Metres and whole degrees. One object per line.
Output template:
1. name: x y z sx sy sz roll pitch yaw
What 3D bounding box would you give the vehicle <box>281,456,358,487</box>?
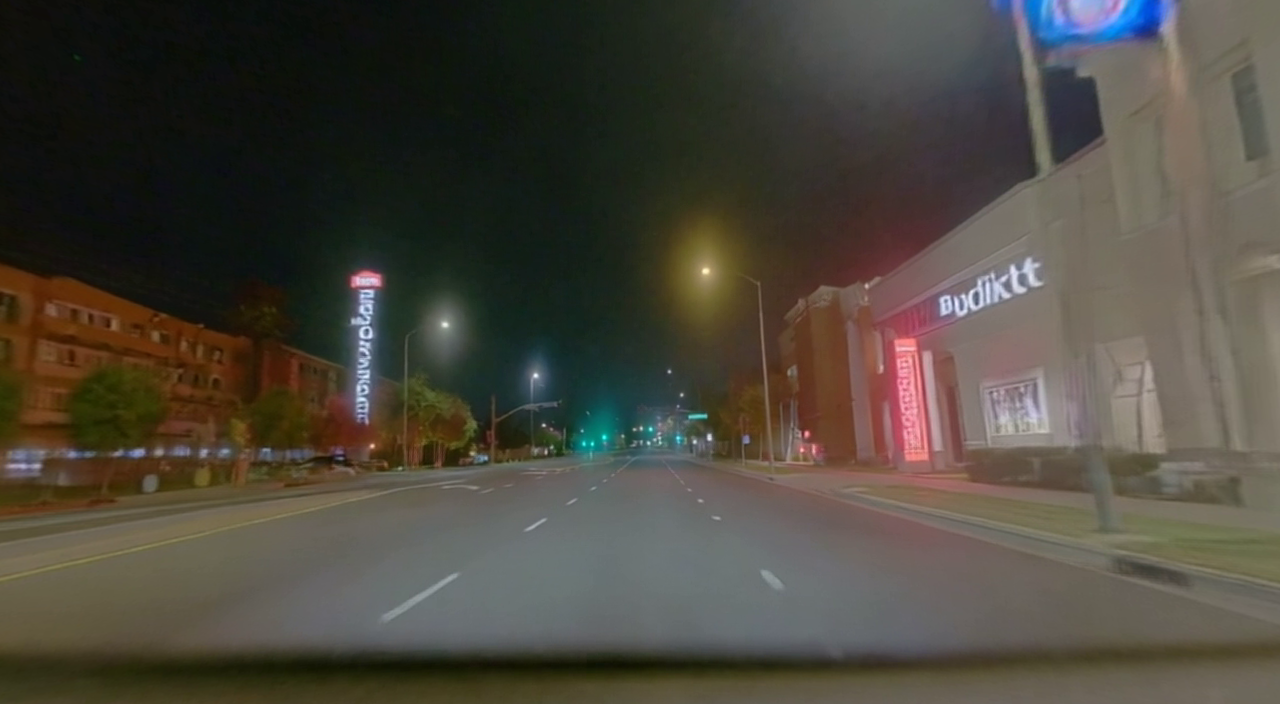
1. vehicle: -17.879 6.662 35.415 1.938 1.465 4.744 -2 -8 -1
